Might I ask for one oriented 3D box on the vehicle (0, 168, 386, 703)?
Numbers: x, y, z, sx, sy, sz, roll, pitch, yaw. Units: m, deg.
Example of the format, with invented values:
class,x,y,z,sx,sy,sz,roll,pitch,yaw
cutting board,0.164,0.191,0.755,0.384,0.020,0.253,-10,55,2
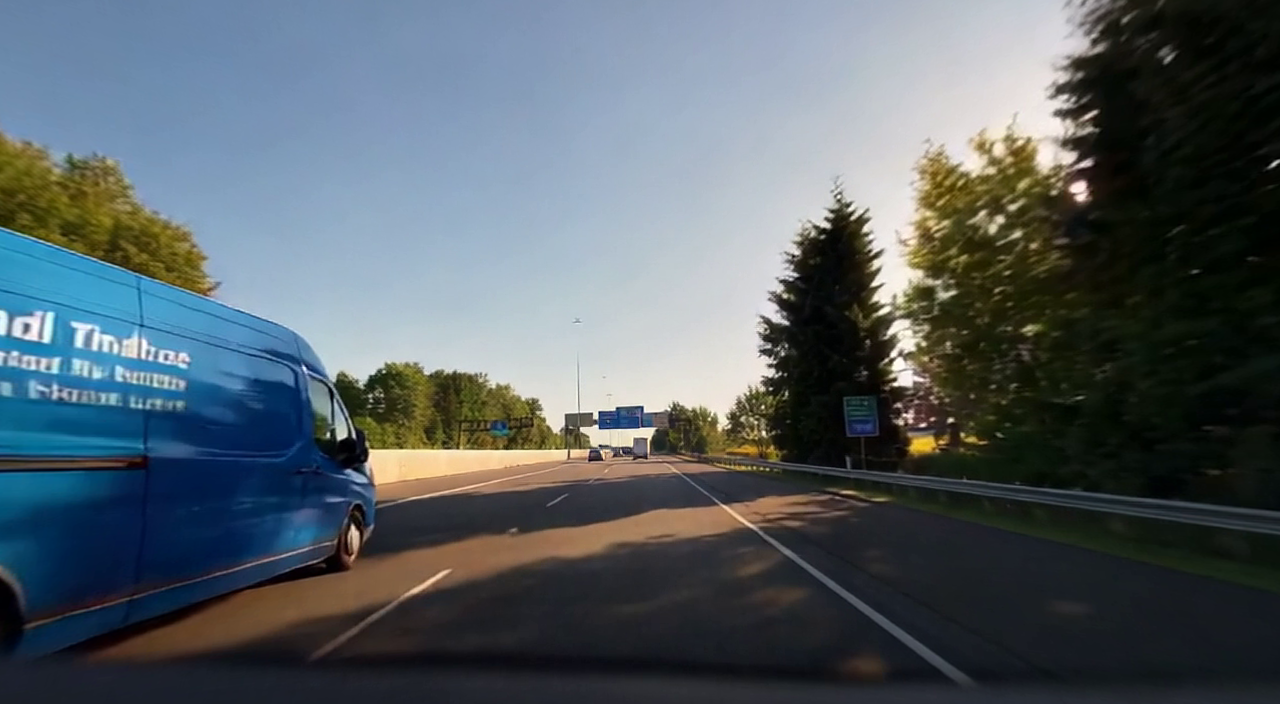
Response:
class,x,y,z,sx,sy,sz,roll,pitch,yaw
vehicle,-4.108,0.612,3.727,2.320,2.636,7.021,0,-9,-1
